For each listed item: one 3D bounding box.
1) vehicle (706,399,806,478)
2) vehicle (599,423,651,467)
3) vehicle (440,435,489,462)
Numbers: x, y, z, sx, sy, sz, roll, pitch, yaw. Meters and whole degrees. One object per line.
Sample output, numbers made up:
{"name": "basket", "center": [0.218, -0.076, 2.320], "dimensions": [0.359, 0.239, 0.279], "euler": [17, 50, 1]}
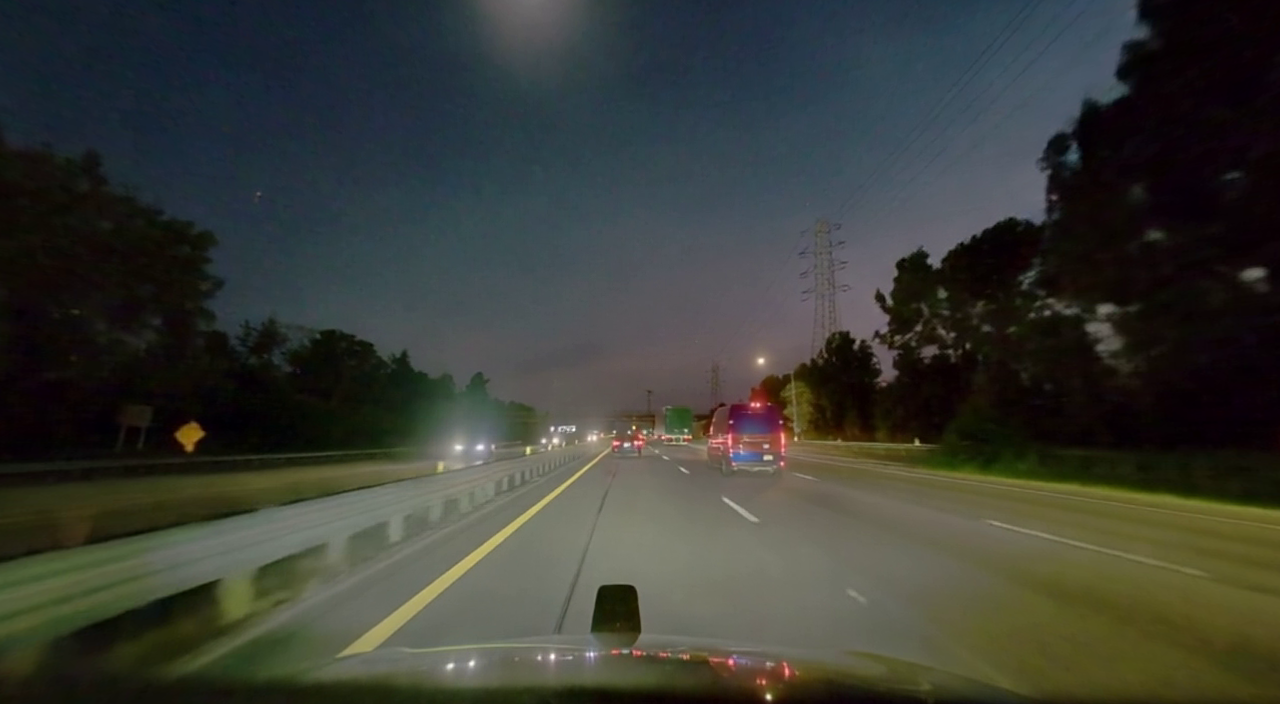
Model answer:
{"name": "vehicle", "center": [3.998, 3.131, 22.956], "dimensions": [2.387, 2.506, 5.374], "euler": [0, -8, -2]}
{"name": "vehicle", "center": [-0.655, 3.992, 27.261], "dimensions": [2.073, 1.750, 4.116], "euler": [0, -8, -2]}
{"name": "vehicle", "center": [-10.126, 5.580, 36.582], "dimensions": [1.781, 1.476, 3.714], "euler": [0, -8, -1]}
